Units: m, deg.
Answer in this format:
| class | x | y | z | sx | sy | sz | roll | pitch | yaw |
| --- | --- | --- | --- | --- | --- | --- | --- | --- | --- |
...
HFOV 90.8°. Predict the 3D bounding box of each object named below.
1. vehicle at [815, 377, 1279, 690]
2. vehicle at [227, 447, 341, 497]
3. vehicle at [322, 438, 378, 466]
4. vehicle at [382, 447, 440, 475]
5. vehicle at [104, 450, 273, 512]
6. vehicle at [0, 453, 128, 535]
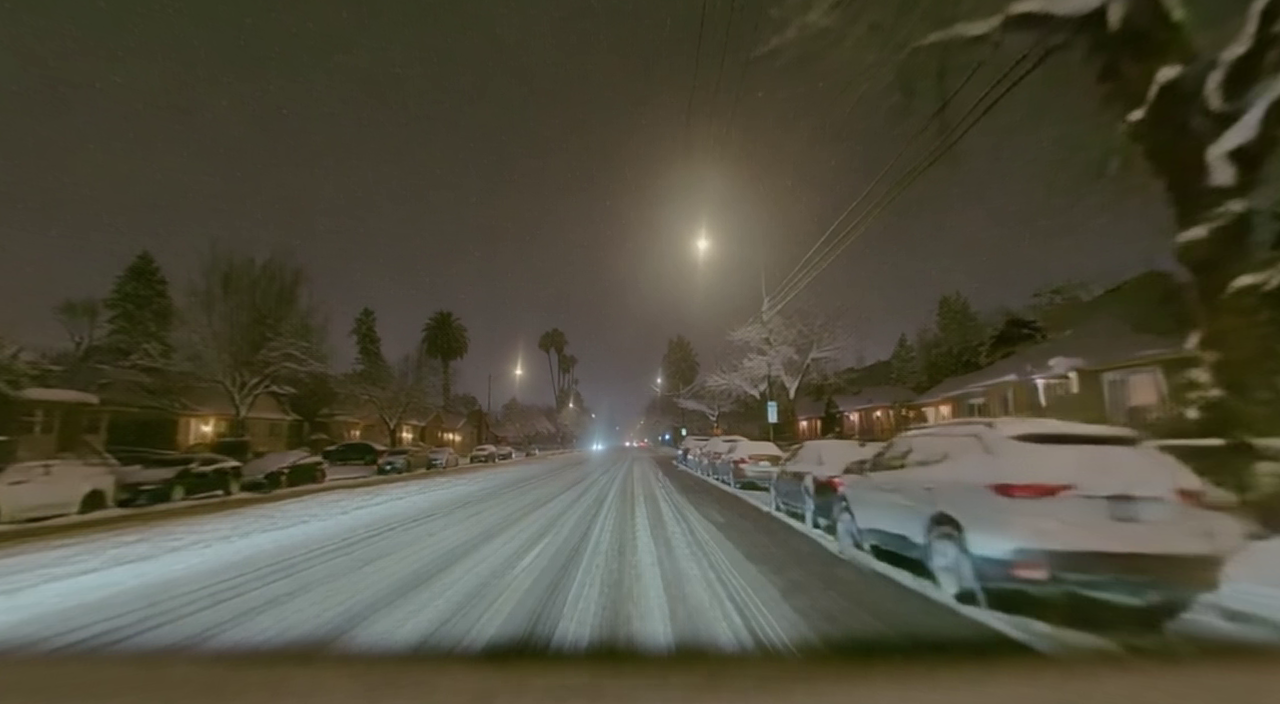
| class | x | y | z | sx | sy | sz | roll | pitch | yaw |
| --- | --- | --- | --- | --- | --- | --- | --- | --- | --- |
| vehicle | 3.591 | 1.383 | 6.167 | 2.221 | 1.718 | 5.192 | 0 | -9 | -1 |
| vehicle | -13.657 | 4.569 | 24.578 | 1.876 | 1.610 | 4.467 | -1 | -7 | -1 |
| vehicle | -20.941 | 7.243 | 45.842 | 1.957 | 1.871 | 4.515 | 0 | -9 | 0 |
| vehicle | -13.819 | 6.573 | 38.406 | 1.970 | 1.525 | 4.420 | 0 | -7 | -2 |
| vehicle | -13.516 | 3.836 | 19.360 | 1.899 | 1.474 | 4.529 | -1 | -7 | -1 |
| vehicle | -13.500 | 2.940 | 13.194 | 1.921 | 1.498 | 4.460 | 0 | -7 | -1 |
